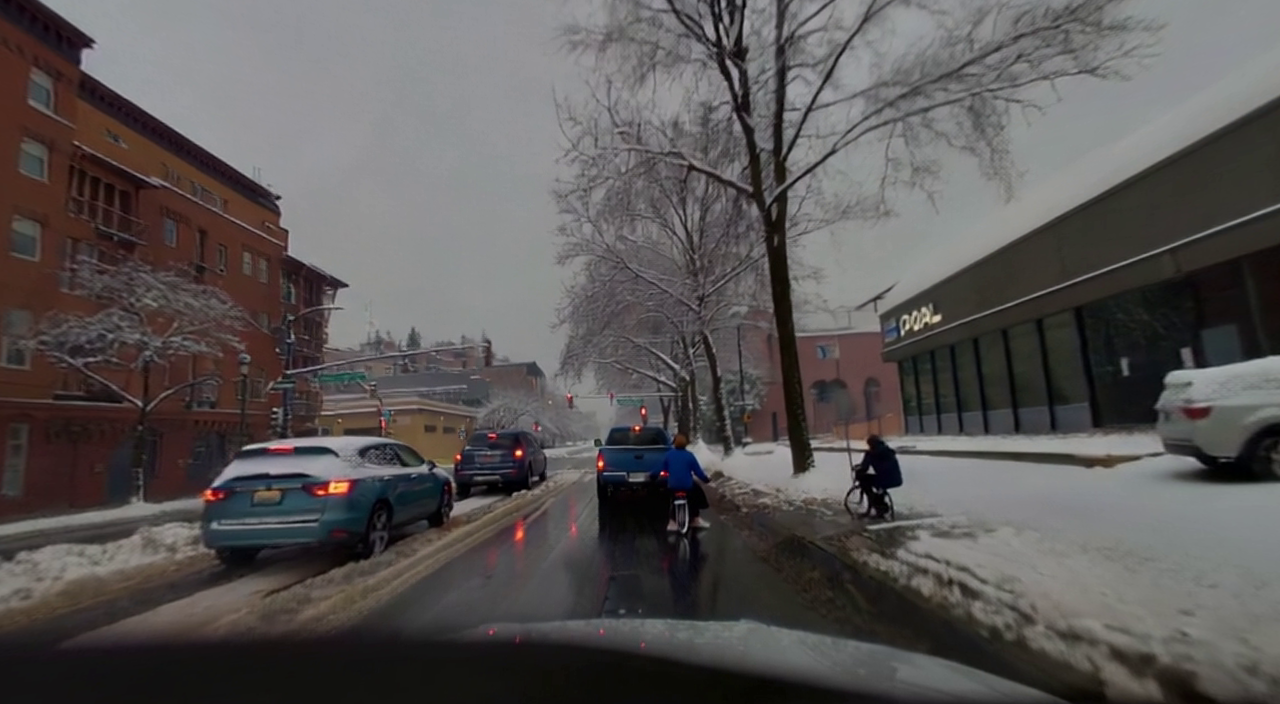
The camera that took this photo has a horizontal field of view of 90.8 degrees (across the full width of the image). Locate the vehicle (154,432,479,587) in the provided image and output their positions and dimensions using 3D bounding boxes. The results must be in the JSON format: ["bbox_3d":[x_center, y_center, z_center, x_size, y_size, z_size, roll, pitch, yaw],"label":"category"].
[{"bbox_3d":[-3.685,1.855,8.284,2.064,1.486,4.140,0,-9,0],"label":"vehicle"}]

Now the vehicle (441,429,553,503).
[{"bbox_3d":[-3.753,3.085,17.482,2.046,1.750,4.452,0,-9,0],"label":"vehicle"}]

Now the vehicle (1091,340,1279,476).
[{"bbox_3d":[8.441,0.758,7.886,4.159,1.416,2.049,1,-9,-7],"label":"vehicle"}]

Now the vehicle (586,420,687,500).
[{"bbox_3d":[-0.123,2.979,17.733,2.426,1.882,5.027,0,-9,-1],"label":"vehicle"}]
